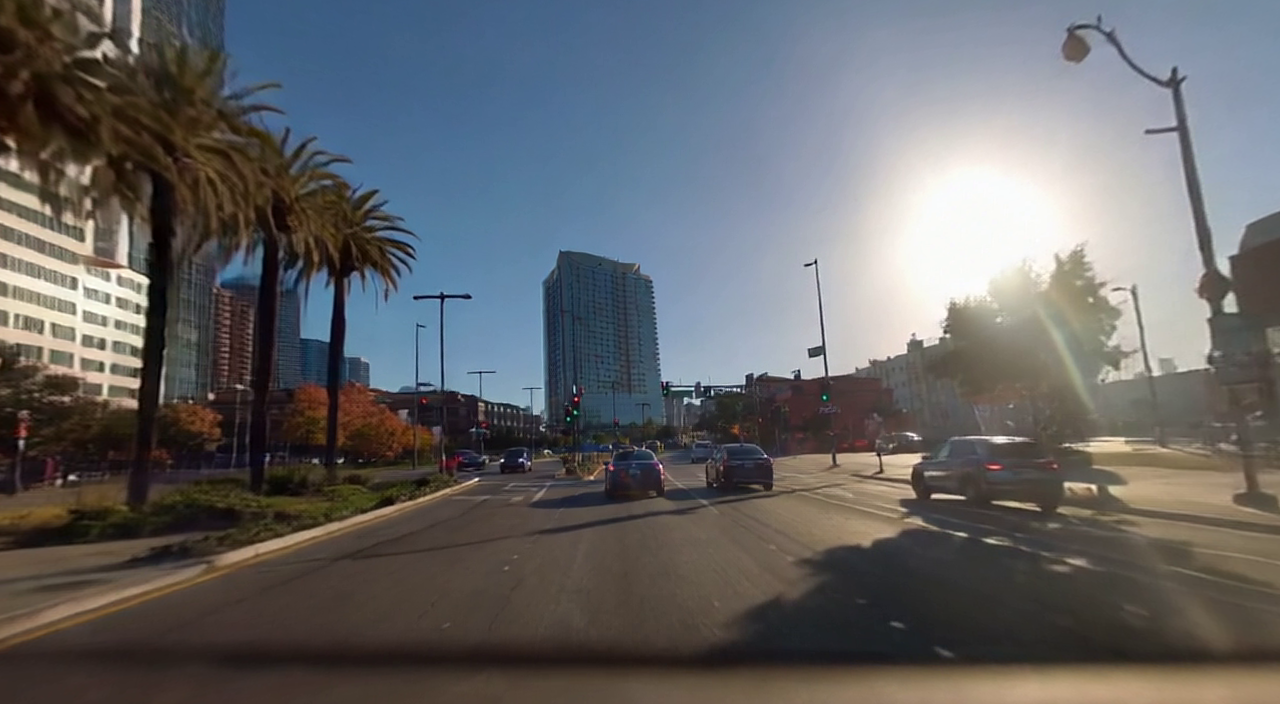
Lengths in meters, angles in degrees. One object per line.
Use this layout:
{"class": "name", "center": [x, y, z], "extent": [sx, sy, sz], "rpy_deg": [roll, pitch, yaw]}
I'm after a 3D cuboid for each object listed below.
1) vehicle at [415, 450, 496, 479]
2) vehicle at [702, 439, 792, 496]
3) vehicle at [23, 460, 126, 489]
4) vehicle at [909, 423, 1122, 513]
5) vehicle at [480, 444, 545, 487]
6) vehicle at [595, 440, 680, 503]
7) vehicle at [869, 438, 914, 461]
{"class": "vehicle", "center": [-10.218, 6.161, 34.843], "extent": [4.641, 1.502, 1.882], "rpy_deg": [-7, -11, 38]}
{"class": "vehicle", "center": [3.072, 3.397, 18.830], "extent": [1.909, 1.500, 3.524], "rpy_deg": [0, -9, -2]}
{"class": "vehicle", "center": [-39.831, 8.567, 44.539], "extent": [5.791, 1.900, 2.283], "rpy_deg": [-2, -9, 12]}
{"class": "vehicle", "center": [8.124, 2.560, 14.327], "extent": [2.000, 1.685, 4.487], "rpy_deg": [0, -9, -1]}
{"class": "vehicle", "center": [-4.903, 4.420, 24.896], "extent": [1.977, 1.501, 4.435], "rpy_deg": [0, -9, -5]}
{"class": "vehicle", "center": [-0.115, 3.201, 17.293], "extent": [2.048, 1.503, 3.681], "rpy_deg": [0, -9, -2]}
{"class": "vehicle", "center": [19.695, 7.680, 49.654], "extent": [1.959, 1.674, 4.706], "rpy_deg": [-1, -9, 5]}
